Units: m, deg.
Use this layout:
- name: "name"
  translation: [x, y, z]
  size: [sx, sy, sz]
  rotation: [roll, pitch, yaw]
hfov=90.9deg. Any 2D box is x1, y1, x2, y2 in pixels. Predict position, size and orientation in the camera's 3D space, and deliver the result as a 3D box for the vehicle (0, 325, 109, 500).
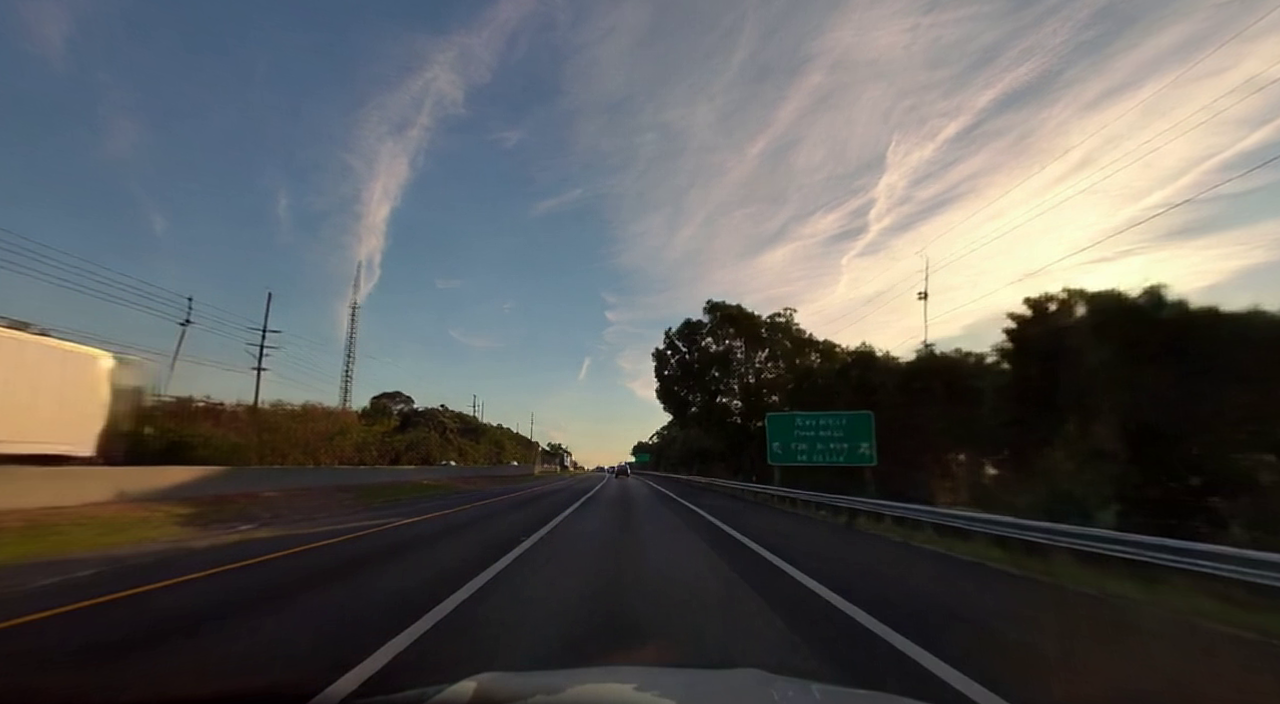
- name: "vehicle"
  translation: [-16.441, 0.613, 10.456]
  size: [3.031, 4.028, 14.206]
  rotation: [1, -10, -1]
